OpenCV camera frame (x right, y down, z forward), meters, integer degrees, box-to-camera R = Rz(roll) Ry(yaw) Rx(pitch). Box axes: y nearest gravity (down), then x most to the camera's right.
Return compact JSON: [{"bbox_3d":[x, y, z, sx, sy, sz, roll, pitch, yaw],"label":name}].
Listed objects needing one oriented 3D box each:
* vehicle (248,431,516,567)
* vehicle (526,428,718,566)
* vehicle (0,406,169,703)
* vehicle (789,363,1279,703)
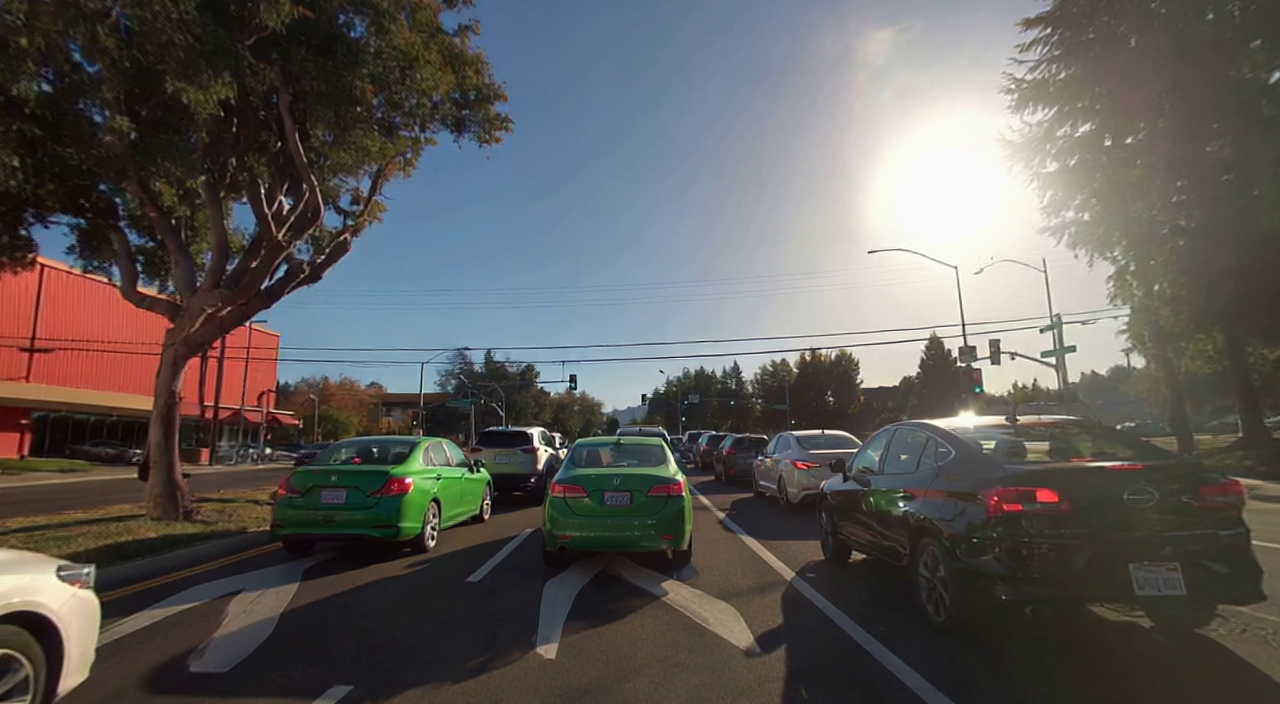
[{"bbox_3d":[-3.202,1.893,8.944,1.917,1.441,4.128,-1,-8,2],"label":"vehicle"},{"bbox_3d":[-0.205,1.831,8.713,2.041,1.450,3.847,0,-8,0],"label":"vehicle"},{"bbox_3d":[-3.353,0.710,0.853,1.863,1.448,4.697,0,-8,-1],"label":"vehicle"},{"bbox_3d":[3.003,1.239,5.476,2.196,1.676,4.865,0,-8,0],"label":"vehicle"}]
